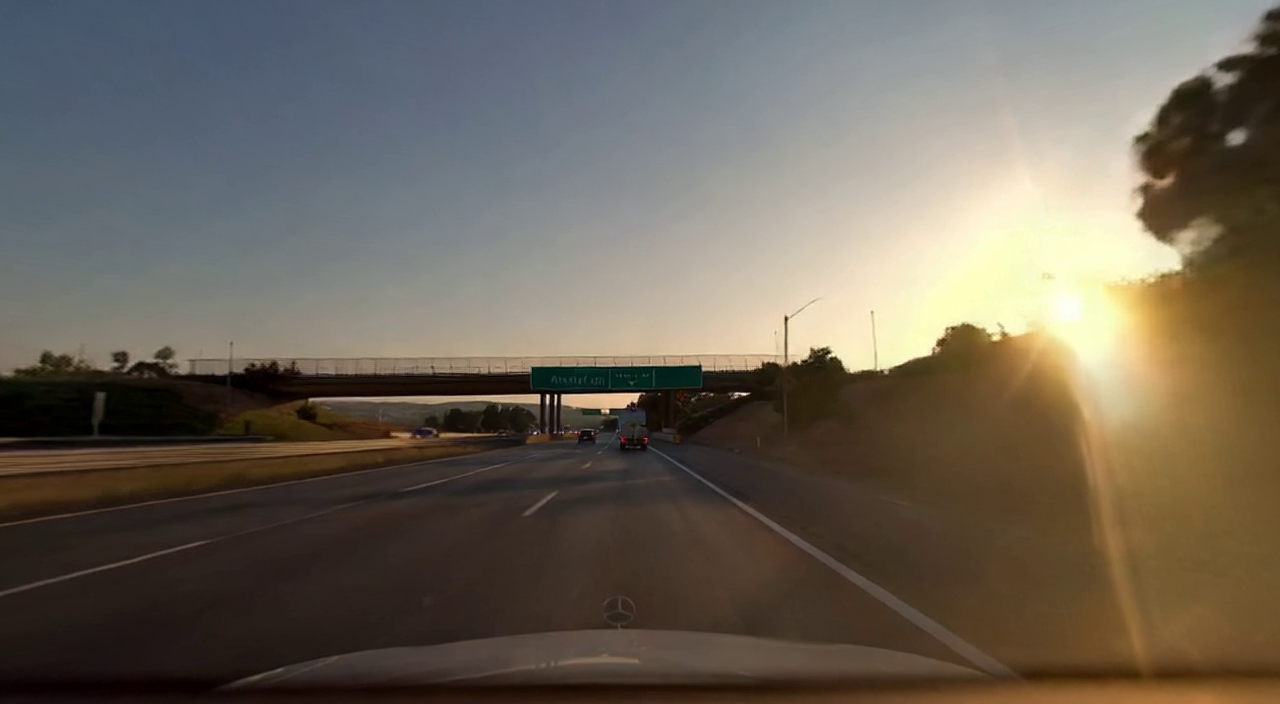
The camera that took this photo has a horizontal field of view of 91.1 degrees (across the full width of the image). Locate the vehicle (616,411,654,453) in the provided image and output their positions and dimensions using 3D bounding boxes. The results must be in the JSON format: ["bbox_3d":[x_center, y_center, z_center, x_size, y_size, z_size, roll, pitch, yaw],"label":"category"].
[{"bbox_3d":[-0.445,5.577,43.703,2.418,2.704,6.445,0,-8,-3],"label":"vehicle"}]
